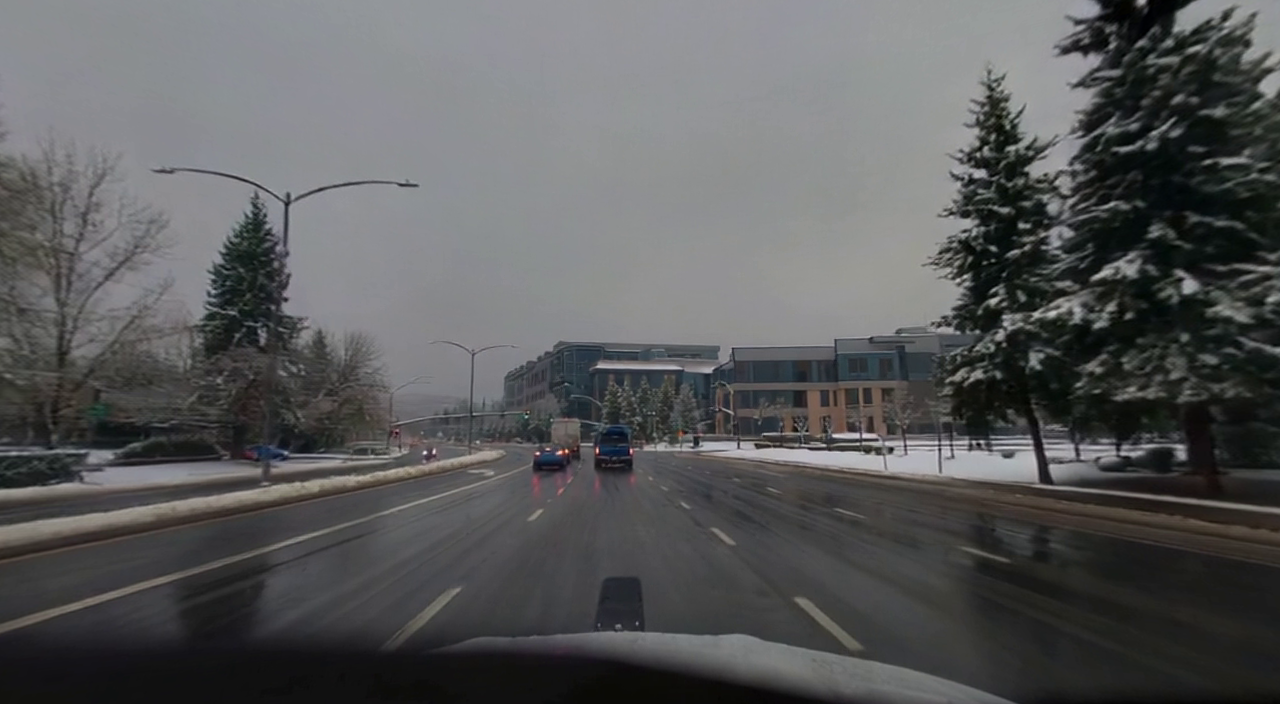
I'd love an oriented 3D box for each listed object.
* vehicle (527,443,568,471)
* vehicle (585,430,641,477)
[{"bbox_3d":[-5.078,5.814,35.113,1.904,1.460,4.300,1,-9,-4],"label":"vehicle"},{"bbox_3d":[-1.230,4.433,27.748,2.260,1.872,4.578,0,-9,-4],"label":"vehicle"}]
